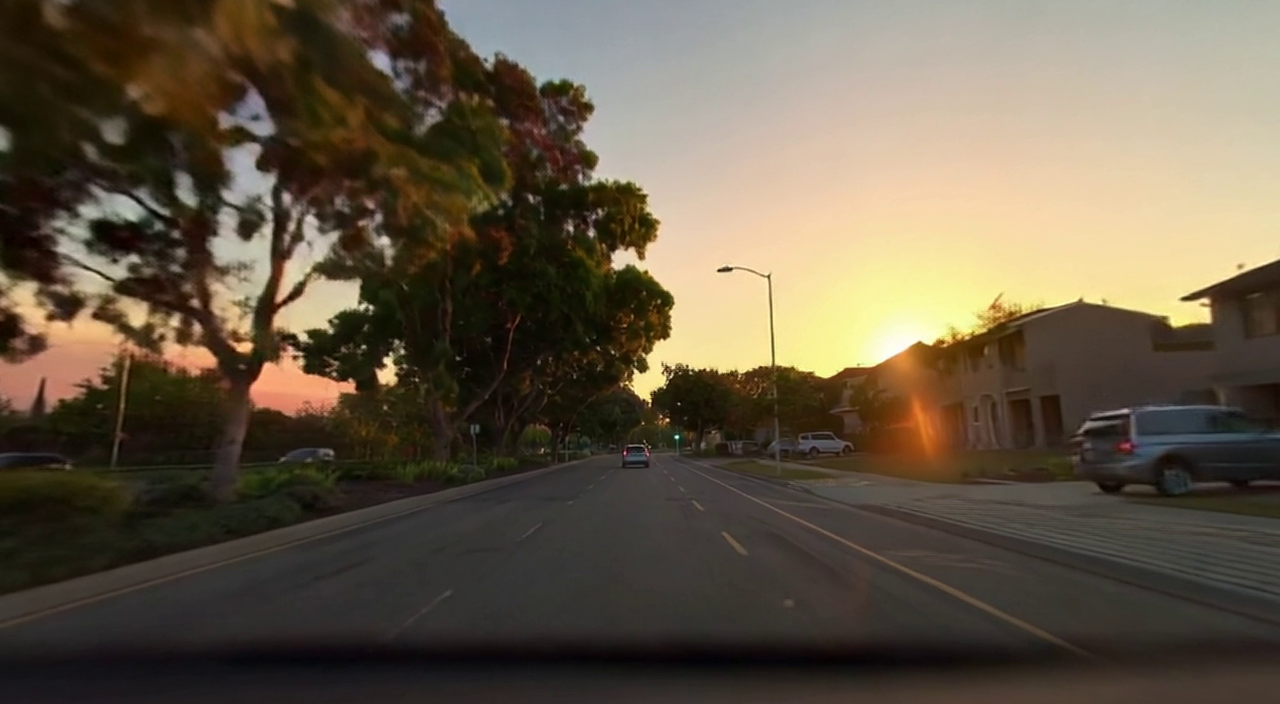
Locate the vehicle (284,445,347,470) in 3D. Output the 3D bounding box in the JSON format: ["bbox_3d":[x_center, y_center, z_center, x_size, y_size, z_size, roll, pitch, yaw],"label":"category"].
[{"bbox_3d":[-19.673,6.387,38.198,1.836,1.456,3.647,0,-8,0],"label":"vehicle"}]

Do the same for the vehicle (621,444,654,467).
[{"bbox_3d":[-0.177,6.710,40.912,2.054,1.456,4.003,0,-8,0],"label":"vehicle"}]

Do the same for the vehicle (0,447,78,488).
[{"bbox_3d":[-24.130,4.378,23.990,1.892,1.455,3.564,0,-8,1],"label":"vehicle"}]

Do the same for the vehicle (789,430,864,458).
[{"bbox_3d":[13.375,6.630,45.333,4.739,1.918,2.071,0,-8,2],"label":"vehicle"}]

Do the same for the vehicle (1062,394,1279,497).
[{"bbox_3d":[12.243,1.985,13.373,4.923,2.019,1.985,0,-9,2],"label":"vehicle"}]
